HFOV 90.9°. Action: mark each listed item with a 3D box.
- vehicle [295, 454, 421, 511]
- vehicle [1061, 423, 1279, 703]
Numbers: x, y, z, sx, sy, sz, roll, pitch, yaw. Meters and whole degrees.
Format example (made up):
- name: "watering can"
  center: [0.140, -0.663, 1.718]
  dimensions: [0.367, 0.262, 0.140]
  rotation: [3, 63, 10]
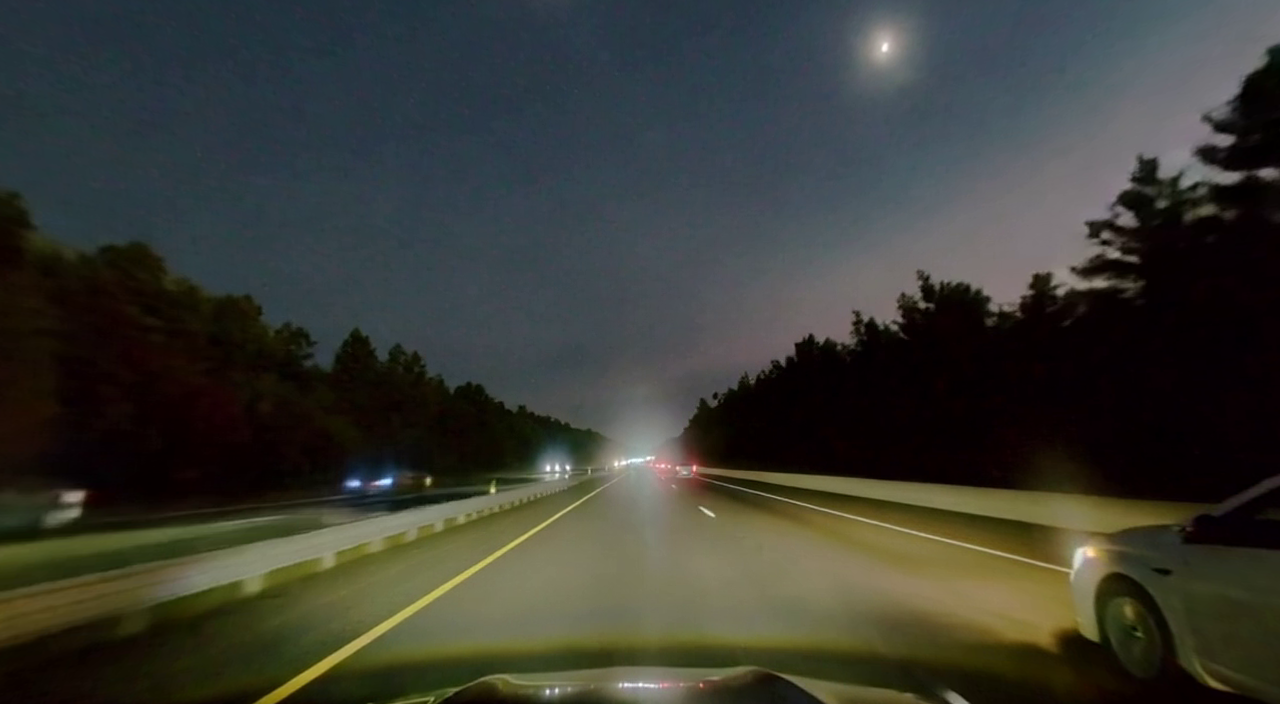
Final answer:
- name: "vehicle"
  center: [-8.140, 3.802, 18.591]
  dimensions: [1.916, 1.457, 3.642]
  rotation: [1, -10, 1]
- name: "vehicle"
  center: [3.645, 0.952, 2.024]
  dimensions: [1.825, 1.494, 3.959]
  rotation: [1, -10, 0]
